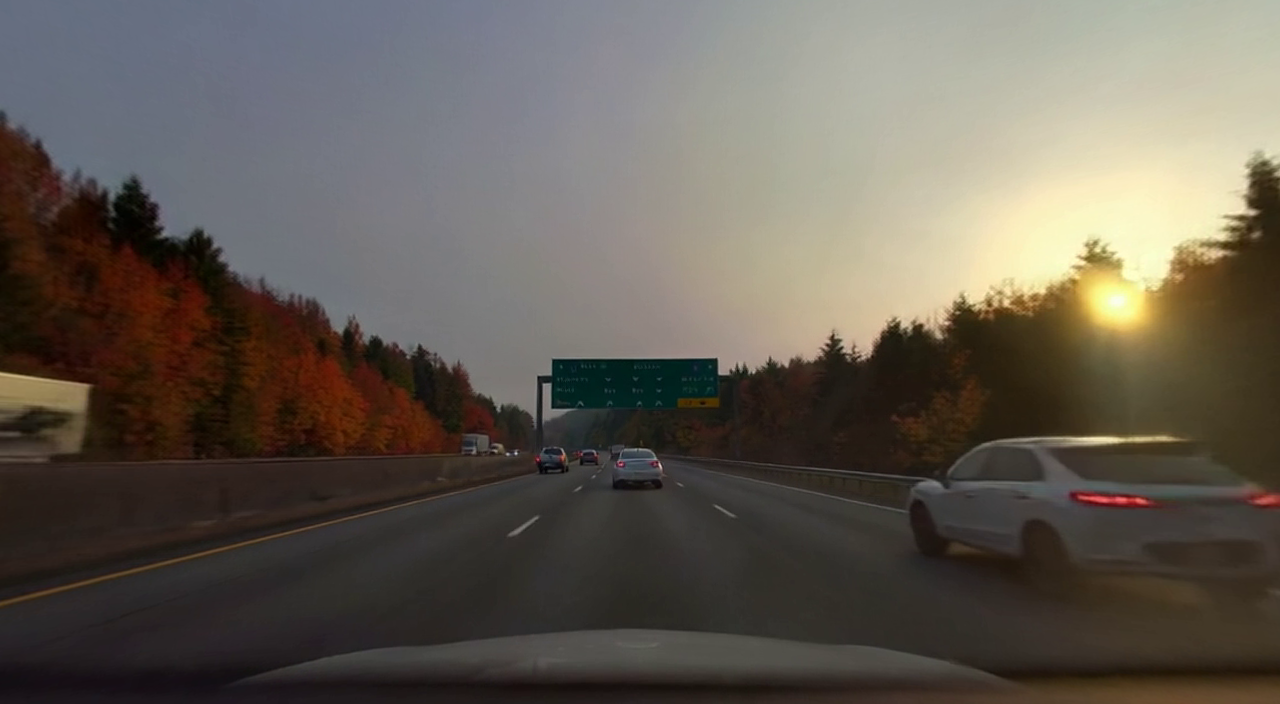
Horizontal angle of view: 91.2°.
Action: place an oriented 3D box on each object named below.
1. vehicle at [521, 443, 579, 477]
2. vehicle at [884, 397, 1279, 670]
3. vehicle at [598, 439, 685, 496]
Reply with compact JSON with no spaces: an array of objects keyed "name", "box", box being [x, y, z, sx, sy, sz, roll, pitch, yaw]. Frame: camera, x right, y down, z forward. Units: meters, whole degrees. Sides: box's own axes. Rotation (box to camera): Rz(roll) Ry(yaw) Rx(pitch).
[{"name":"vehicle","box":[-4.770,5.832,33.972,2.545,1.679,4.267,0,-9,-1]},{"name":"vehicle","box":[4.253,1.389,5.913,2.035,1.571,4.413,0,-9,-1]},{"name":"vehicle","box":[0.001,3.824,21.076,2.634,1.679,4.070,0,-9,-2]}]
